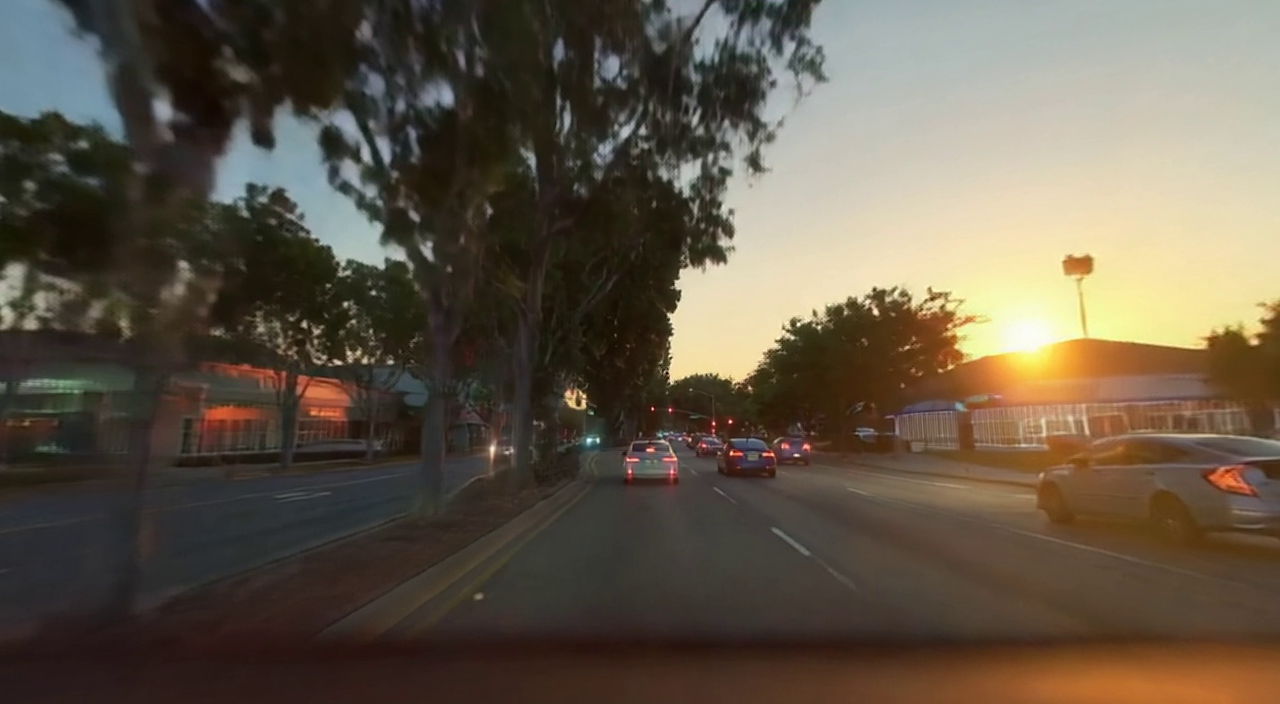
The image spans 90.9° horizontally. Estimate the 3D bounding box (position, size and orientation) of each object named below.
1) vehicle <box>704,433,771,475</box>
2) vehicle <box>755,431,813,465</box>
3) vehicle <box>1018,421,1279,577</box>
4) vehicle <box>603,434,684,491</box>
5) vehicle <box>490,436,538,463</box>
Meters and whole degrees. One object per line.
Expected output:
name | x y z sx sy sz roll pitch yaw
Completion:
vehicle | 3.787 4.050 25.202 1.988 1.528 4.144 0 -8 0
vehicle | 7.644 5.136 33.874 2.044 1.701 4.397 0 -8 0
vehicle | 7.233 1.746 8.249 1.892 1.515 4.400 0 -8 1
vehicle | 0.140 3.163 18.387 2.096 1.473 3.893 0 -8 2
vehicle | -8.160 6.356 41.266 2.044 1.610 4.463 -1 -8 3
